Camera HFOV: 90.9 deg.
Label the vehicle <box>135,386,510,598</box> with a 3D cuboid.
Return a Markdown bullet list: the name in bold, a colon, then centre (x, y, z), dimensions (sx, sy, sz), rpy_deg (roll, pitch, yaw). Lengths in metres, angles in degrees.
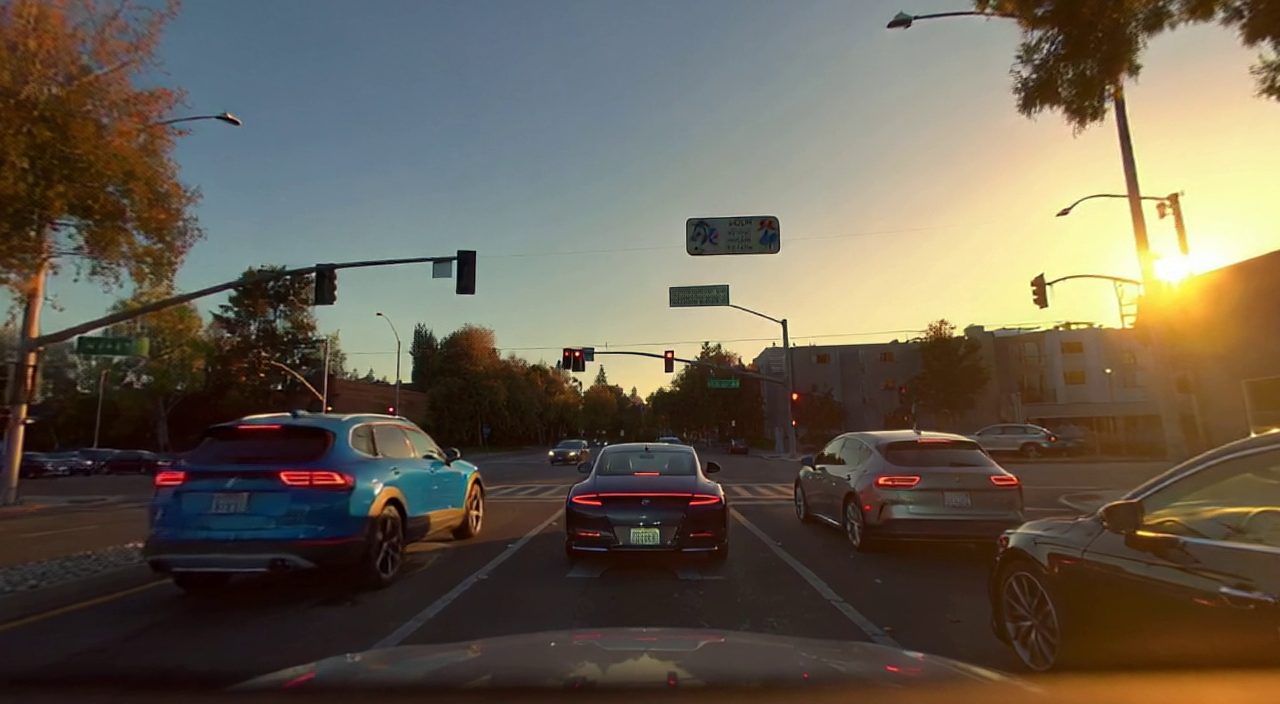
- **vehicle**: centre (-3.200, 1.544, 7.831), dimensions (2.061, 1.781, 4.842), rpy_deg (0, -8, 1)

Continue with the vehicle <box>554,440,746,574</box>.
- **vehicle**: centre (0.117, 1.870, 8.387), dimensions (1.945, 1.343, 3.827), rpy_deg (0, -8, 0)

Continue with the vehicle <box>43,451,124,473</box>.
- **vehicle**: centre (-41.284, 8.156, 46.792), dimensions (4.195, 1.533, 1.752), rpy_deg (0, -8, -3)

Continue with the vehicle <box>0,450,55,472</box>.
- **vehicle**: centre (-46.170, 7.955, 46.161), dimensions (4.545, 1.558, 1.833), rpy_deg (0, -8, -4)

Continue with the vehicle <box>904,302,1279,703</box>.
- **vehicle**: centre (3.107, 0.805, 2.519), dimensions (2.143, 1.759, 4.531), rpy_deg (0, -8, 0)
